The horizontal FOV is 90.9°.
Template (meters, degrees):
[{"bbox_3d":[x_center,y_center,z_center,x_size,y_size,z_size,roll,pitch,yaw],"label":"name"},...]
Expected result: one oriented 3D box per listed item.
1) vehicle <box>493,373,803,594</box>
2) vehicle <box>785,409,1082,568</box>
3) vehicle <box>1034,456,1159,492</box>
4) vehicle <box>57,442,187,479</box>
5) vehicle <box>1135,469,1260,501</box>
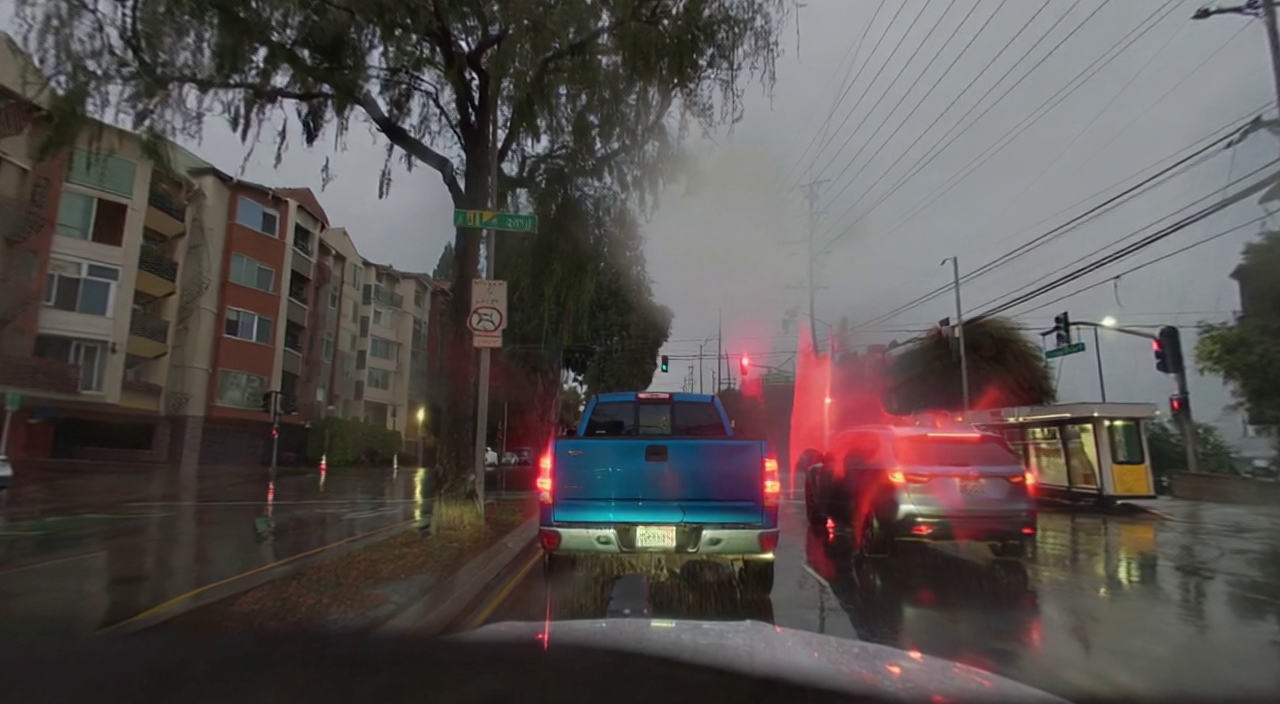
[{"bbox_3d":[0.107,1.539,8.222,2.738,1.959,5.070,0,-8,1],"label":"vehicle"},{"bbox_3d":[3.841,1.882,9.496,2.131,1.759,4.762,0,-8,0],"label":"vehicle"},{"bbox_3d":[21.728,5.814,30.117,4.498,1.618,1.843,0,-8,0],"label":"vehicle"},{"bbox_3d":[-24.894,5.199,30.394,4.563,1.692,1.778,0,-9,-2],"label":"vehicle"},{"bbox_3d":[26.401,6.282,29.927,4.071,1.388,1.884,0,-8,1],"label":"vehicle"}]
